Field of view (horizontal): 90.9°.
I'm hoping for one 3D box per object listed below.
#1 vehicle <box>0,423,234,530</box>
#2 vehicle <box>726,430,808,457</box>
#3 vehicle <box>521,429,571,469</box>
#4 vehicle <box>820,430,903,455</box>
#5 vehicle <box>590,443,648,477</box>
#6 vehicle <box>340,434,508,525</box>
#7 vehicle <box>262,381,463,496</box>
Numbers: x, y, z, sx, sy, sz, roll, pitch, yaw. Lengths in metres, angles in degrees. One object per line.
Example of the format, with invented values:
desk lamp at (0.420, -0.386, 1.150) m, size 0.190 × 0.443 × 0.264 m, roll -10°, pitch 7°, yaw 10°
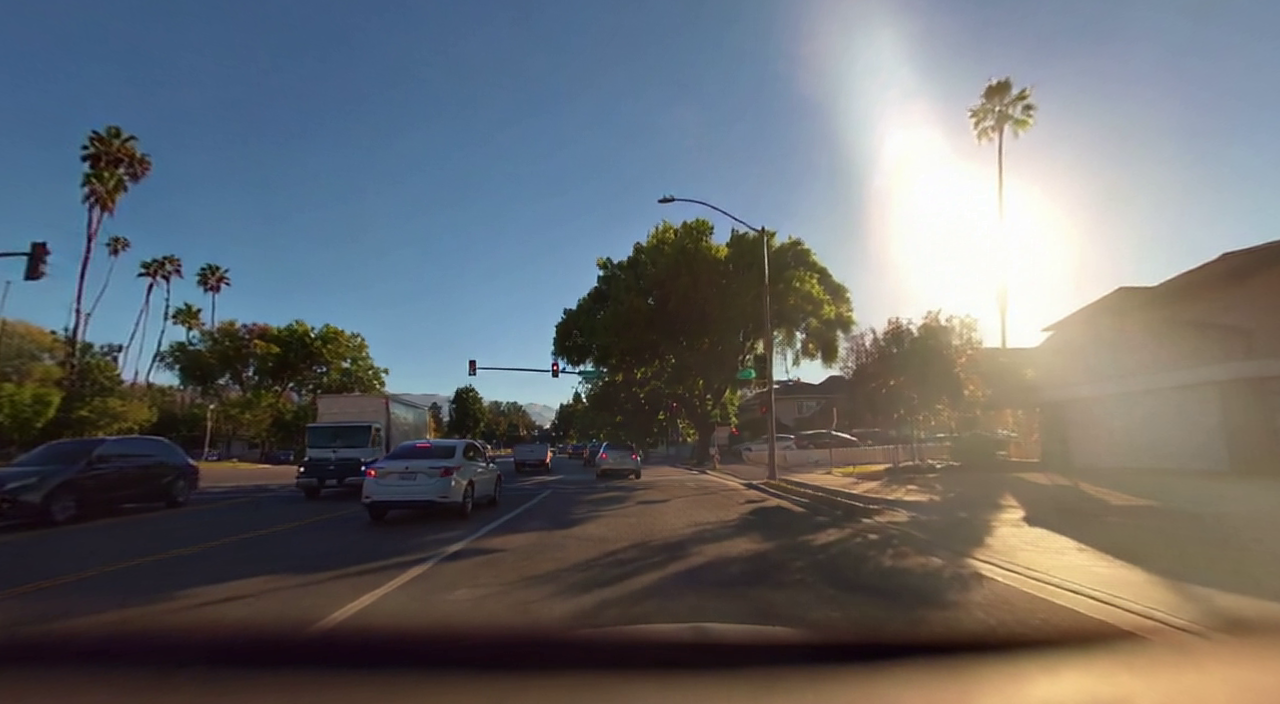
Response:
vehicle at (-10.799, 2.311, 12.358) m, size 2.364 × 1.648 × 5.116 m, roll -1°, pitch -8°, yaw -2°
vehicle at (8.377, 6.043, 41.651) m, size 4.742 × 1.690 × 2.218 m, roll 2°, pitch -9°, yaw -19°
vehicle at (-4.724, 4.936, 32.315) m, size 2.032 × 1.852 × 4.571 m, roll -1°, pitch -8°, yaw -2°
vehicle at (14.232, 5.814, 40.534) m, size 4.615 × 1.555 × 2.021 m, roll 2°, pitch -9°, yaw -15°
vehicle at (-0.901, 4.291, 25.313) m, size 2.131 × 1.222 × 3.868 m, roll 0°, pitch -8°, yaw -3°
vehicle at (-3.928, 2.365, 12.327) m, size 1.709 × 1.425 × 4.337 m, roll -1°, pitch -8°, yaw 1°
vehicle at (-7.535, 2.535, 18.407) m, size 2.821 × 2.701 × 6.721 m, roll -1°, pitch -8°, yaw 0°
